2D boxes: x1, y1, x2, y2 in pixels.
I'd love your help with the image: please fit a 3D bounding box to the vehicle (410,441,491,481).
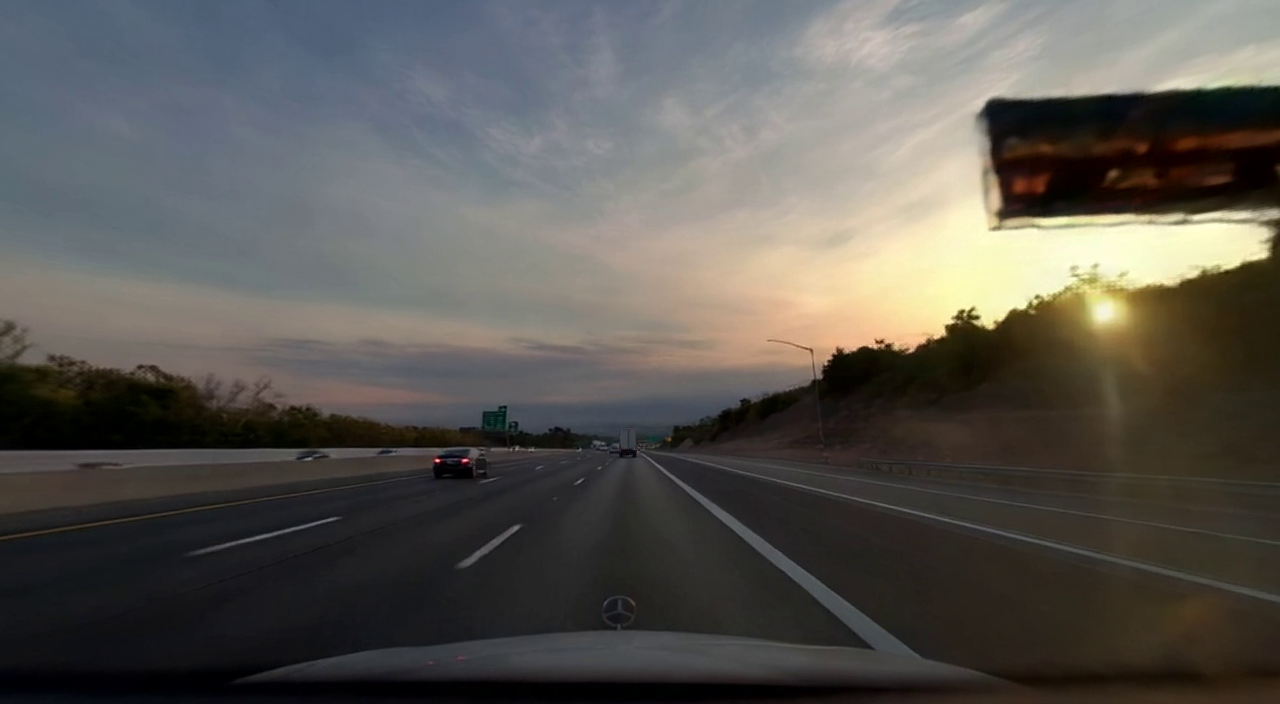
[{"bbox_3d":[-8.131,4.695,27.589,2.005,1.545,4.874,0,-8,0],"label":"vehicle"}]
